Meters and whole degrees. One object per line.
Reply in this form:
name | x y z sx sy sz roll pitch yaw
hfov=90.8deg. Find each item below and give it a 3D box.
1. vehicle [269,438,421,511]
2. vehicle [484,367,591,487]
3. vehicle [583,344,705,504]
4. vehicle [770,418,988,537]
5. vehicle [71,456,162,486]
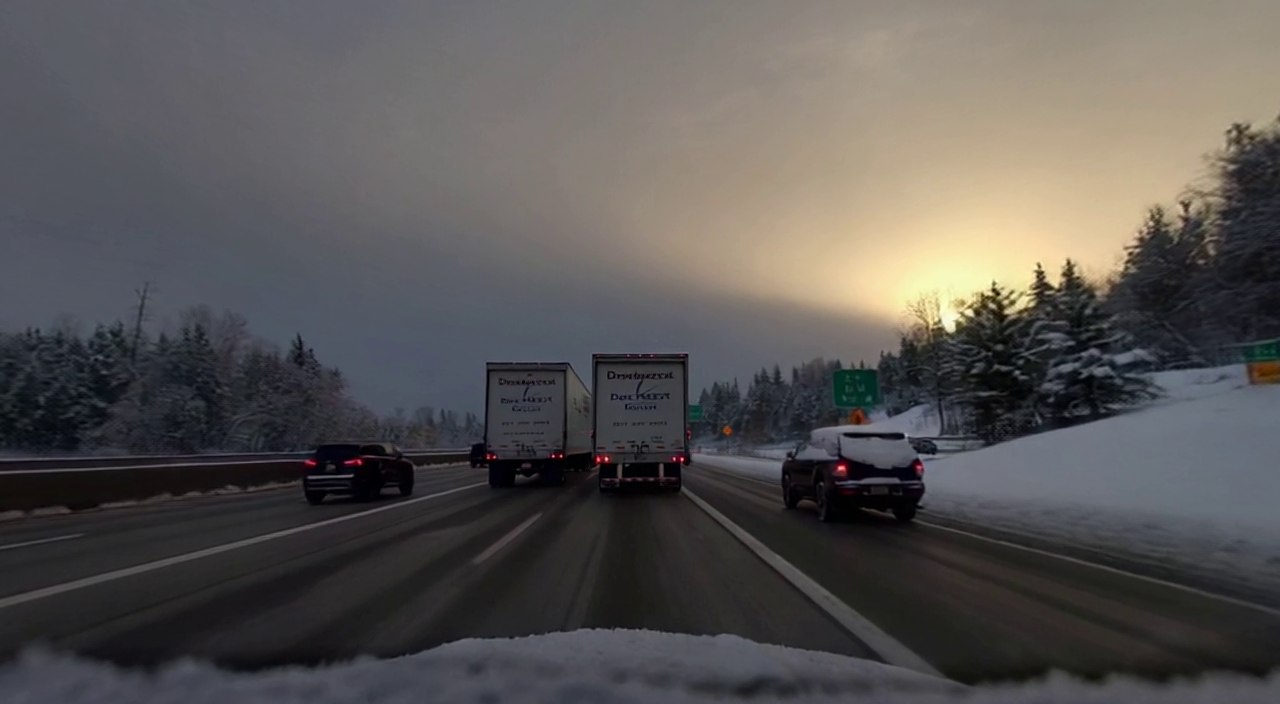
vehicle | -7.712 3.208 17.111 2.017 1.694 4.420 0 -9 -1
vehicle | -3.936 3.392 27.331 2.888 4.154 10.960 0 -9 -1
vehicle | 0.039 2.436 20.135 2.910 3.828 9.805 0 -9 -1
vehicle | 4.051 2.222 11.803 2.136 1.753 4.644 0 -9 -2
vehicle | -28.055 6.352 33.986 1.708 1.448 3.699 0 -9 -1
